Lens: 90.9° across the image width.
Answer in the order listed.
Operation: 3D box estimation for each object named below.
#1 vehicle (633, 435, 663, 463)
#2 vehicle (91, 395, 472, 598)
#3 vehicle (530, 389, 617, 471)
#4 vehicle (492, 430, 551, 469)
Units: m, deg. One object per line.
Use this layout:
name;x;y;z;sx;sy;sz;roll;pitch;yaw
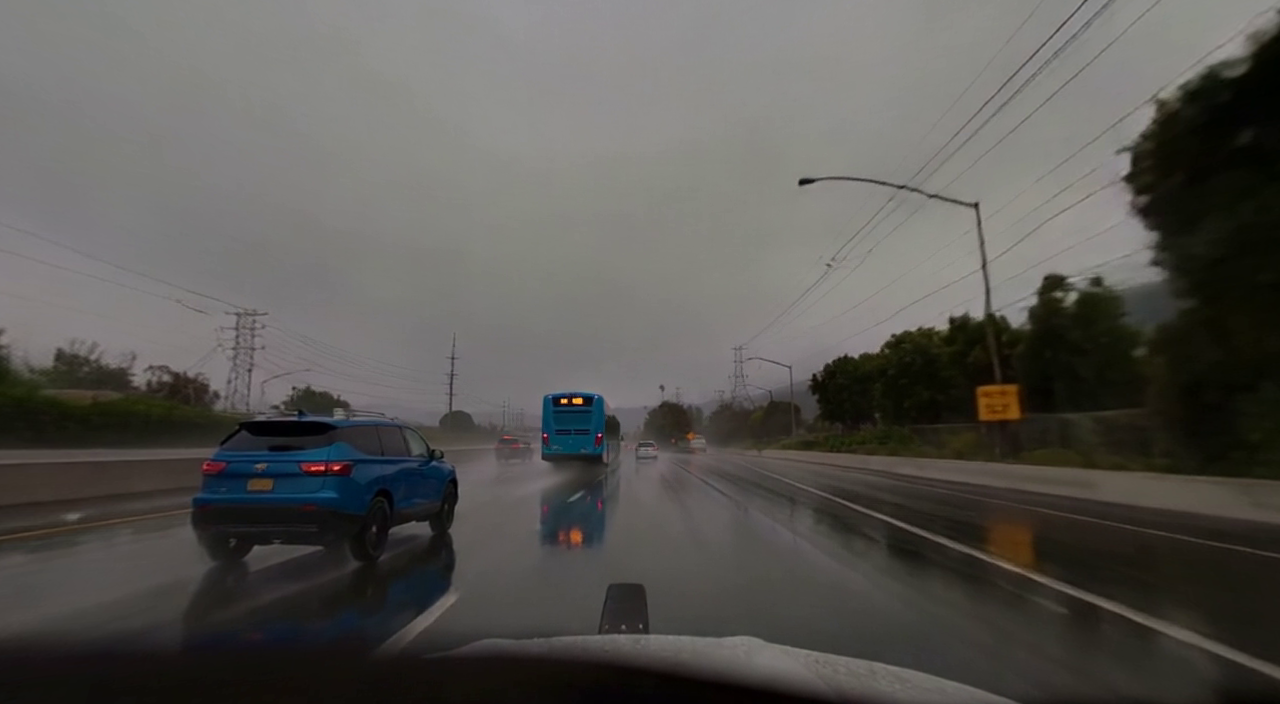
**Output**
vehicle;0.592;7.208;46.900;2.083;2.001;4.782;0;-9;0
vehicle;-3.662;1.556;7.603;2.021;1.730;4.223;0;-9;1
vehicle;-3.308;4.542;35.264;3.382;3.712;11.766;1;-9;1
vehicle;-6.920;5.843;37.739;2.282;2.116;6.030;0;-9;1
